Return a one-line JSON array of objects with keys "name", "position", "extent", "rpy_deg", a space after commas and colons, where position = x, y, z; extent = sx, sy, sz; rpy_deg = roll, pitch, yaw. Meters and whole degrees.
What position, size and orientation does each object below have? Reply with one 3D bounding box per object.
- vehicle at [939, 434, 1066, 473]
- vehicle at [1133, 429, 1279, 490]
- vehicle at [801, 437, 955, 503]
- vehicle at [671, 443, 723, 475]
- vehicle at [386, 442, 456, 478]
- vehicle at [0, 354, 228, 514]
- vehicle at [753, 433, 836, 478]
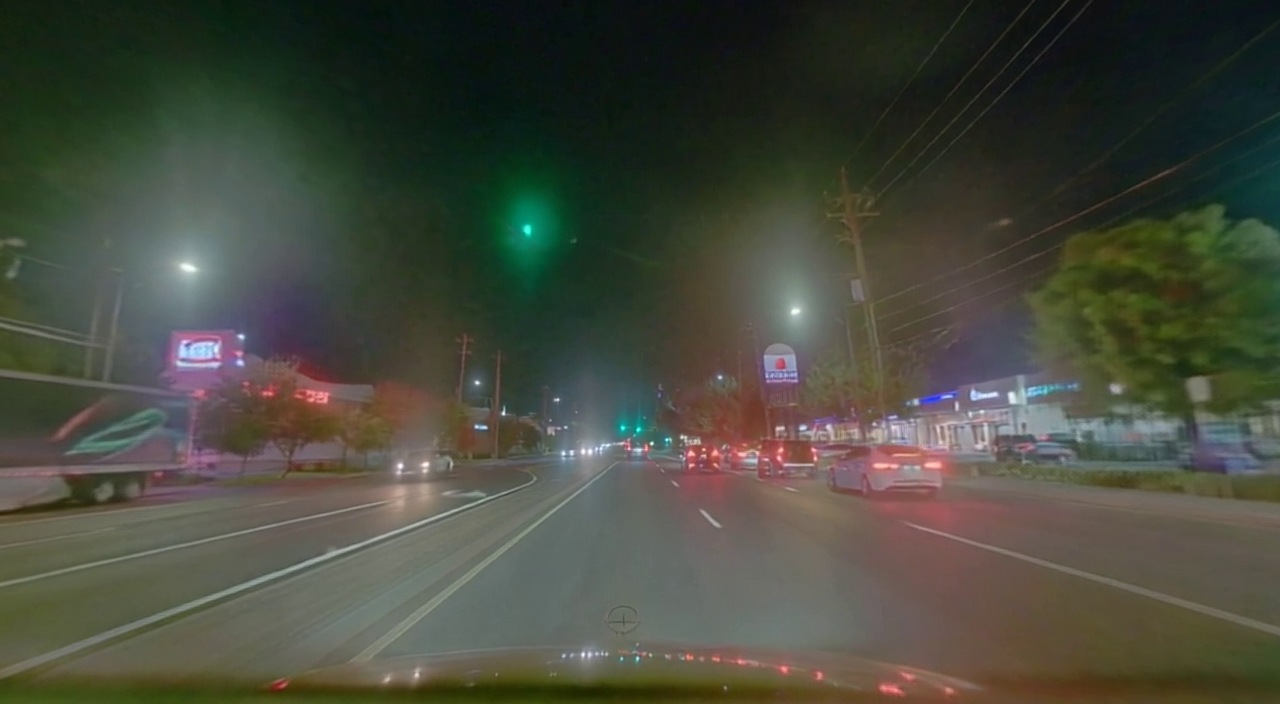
[{"name": "vehicle", "position": [16.059, 4.515, 28.156], "extent": [4.457, 1.521, 1.872], "rpy_deg": [-2, -9, -3]}, {"name": "vehicle", "position": [16.605, 2.868, 17.080], "extent": [4.833, 1.525, 2.135], "rpy_deg": [0, -9, -3]}, {"name": "vehicle", "position": [6.083, 3.077, 16.940], "extent": [2.150, 1.485, 4.919], "rpy_deg": [0, -9, -1]}, {"name": "vehicle", "position": [2.712, 5.214, 31.027], "extent": [2.099, 1.463, 4.365], "rpy_deg": [0, -8, -1]}, {"name": "vehicle", "position": [-11.819, 5.825, 34.429], "extent": [2.102, 1.793, 4.694], "rpy_deg": [0, -8, 0]}, {"name": "vehicle", "position": [-18.923, 2.372, 17.998], "extent": [3.058, 4.328, 16.976], "rpy_deg": [-1, -8, 0]}, {"name": "vehicle", "position": [6.878, 4.676, 28.851], "extent": [2.268, 1.822, 5.038], "rpy_deg": [0, -9, -3]}]
